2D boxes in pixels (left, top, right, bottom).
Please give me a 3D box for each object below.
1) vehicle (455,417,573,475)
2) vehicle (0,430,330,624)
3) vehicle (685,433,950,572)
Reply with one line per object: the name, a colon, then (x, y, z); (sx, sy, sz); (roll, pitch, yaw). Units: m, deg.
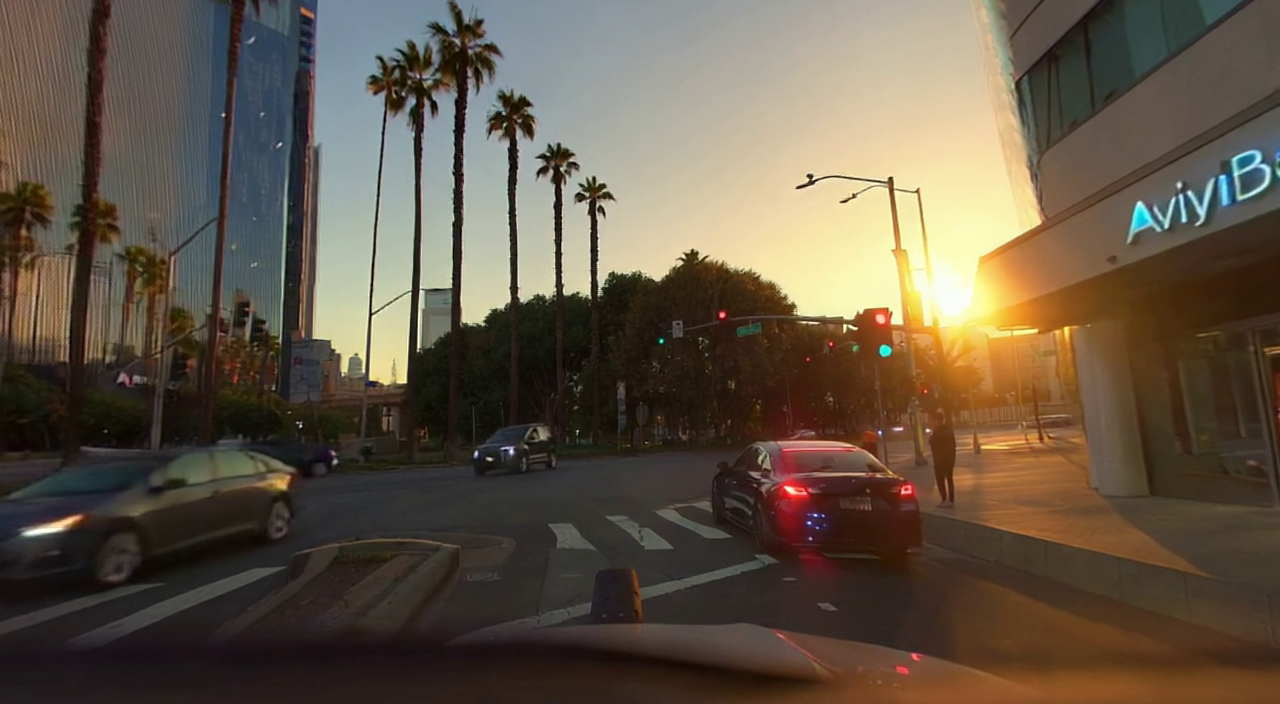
vehicle: (-4.692, 3.673, 24.733); (2.190, 1.964, 5.614); (-3, -9, 15)
vehicle: (-5.628, 1.678, 7.124); (2.052, 1.478, 4.395); (0, -8, 0)
vehicle: (2.122, 1.970, 9.265); (2.090, 1.466, 4.676); (1, -8, -6)
